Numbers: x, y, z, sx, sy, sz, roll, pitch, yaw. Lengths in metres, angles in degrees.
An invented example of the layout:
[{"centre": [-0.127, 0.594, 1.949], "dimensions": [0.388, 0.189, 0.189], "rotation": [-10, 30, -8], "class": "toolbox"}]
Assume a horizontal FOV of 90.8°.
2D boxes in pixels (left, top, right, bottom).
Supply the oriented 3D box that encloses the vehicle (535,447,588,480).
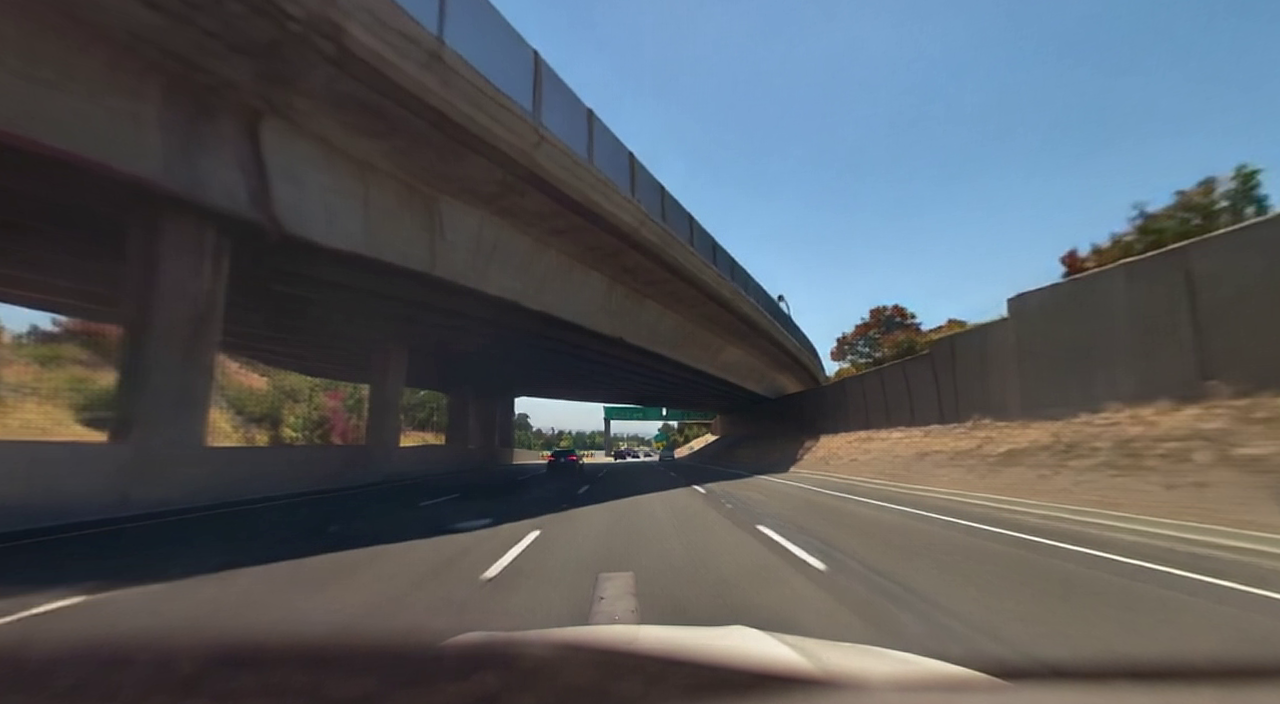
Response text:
[{"centre": [-3.771, 5.442, 31.177], "dimensions": [2.037, 1.514, 4.335], "rotation": [0, -9, 0], "class": "vehicle"}]
